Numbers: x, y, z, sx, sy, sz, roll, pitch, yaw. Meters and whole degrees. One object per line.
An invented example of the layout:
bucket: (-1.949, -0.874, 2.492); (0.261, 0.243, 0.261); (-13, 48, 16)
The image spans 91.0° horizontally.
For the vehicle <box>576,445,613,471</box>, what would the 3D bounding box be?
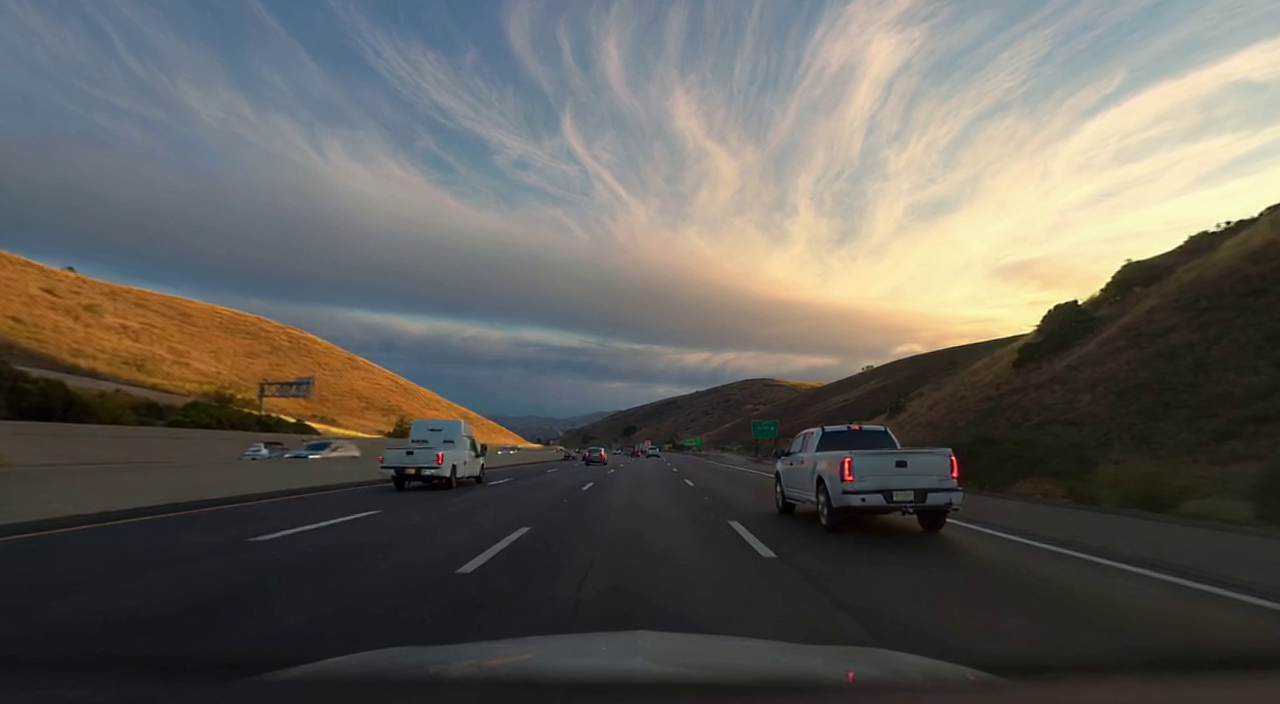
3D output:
vehicle: (-2.832, 6.729, 40.160); (2.009, 1.593, 4.378); (0, -9, 1)

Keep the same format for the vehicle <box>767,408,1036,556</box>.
vehicle: (3.659, 1.941, 10.058); (2.231, 1.789, 4.700); (0, -9, 0)

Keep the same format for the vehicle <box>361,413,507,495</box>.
vehicle: (-7.125, 3.689, 23.041); (2.937, 2.509, 7.090); (0, -9, 0)
